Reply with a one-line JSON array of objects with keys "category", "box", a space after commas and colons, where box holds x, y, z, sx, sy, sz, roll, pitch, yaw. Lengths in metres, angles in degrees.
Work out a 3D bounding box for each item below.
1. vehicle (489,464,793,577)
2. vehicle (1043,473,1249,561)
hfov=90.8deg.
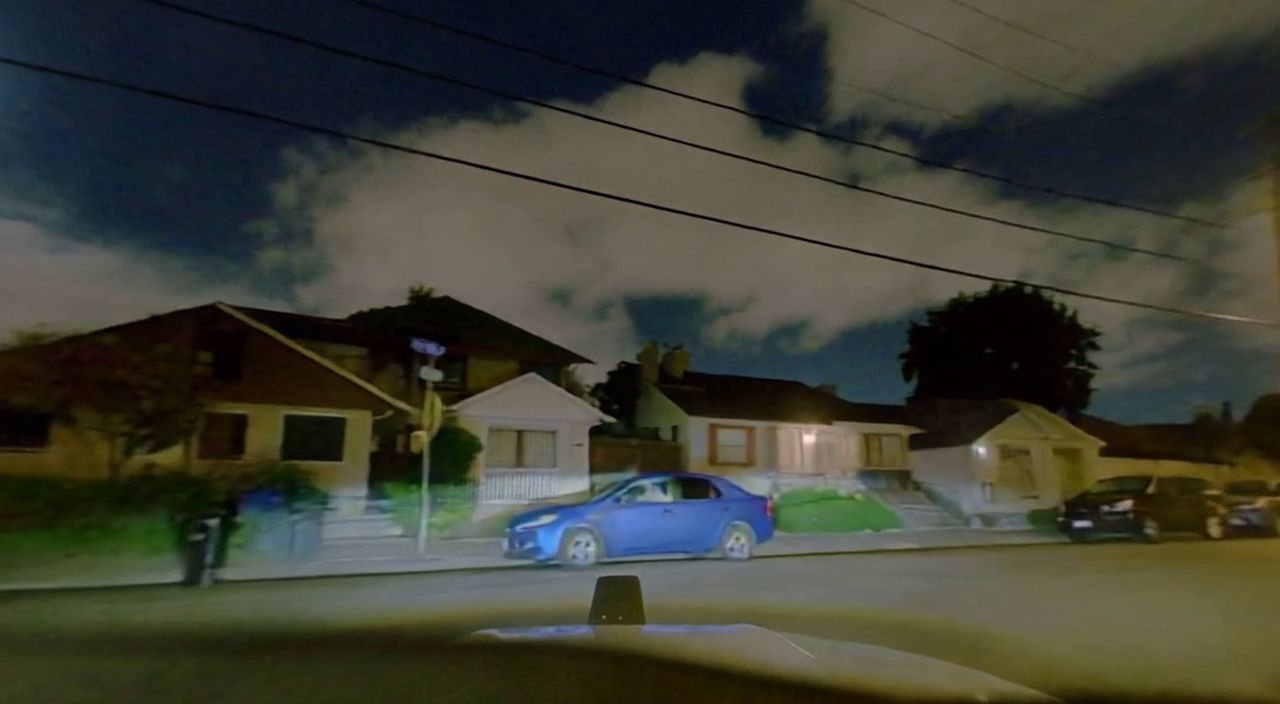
[{"category": "vehicle", "box": [0.033, 2.568, 10.078, 4.469, 1.391, 1.746, 4, -13, -25]}, {"category": "vehicle", "box": [12.205, 3.848, 15.242, 4.442, 1.675, 1.909, 4, -10, -24]}]
